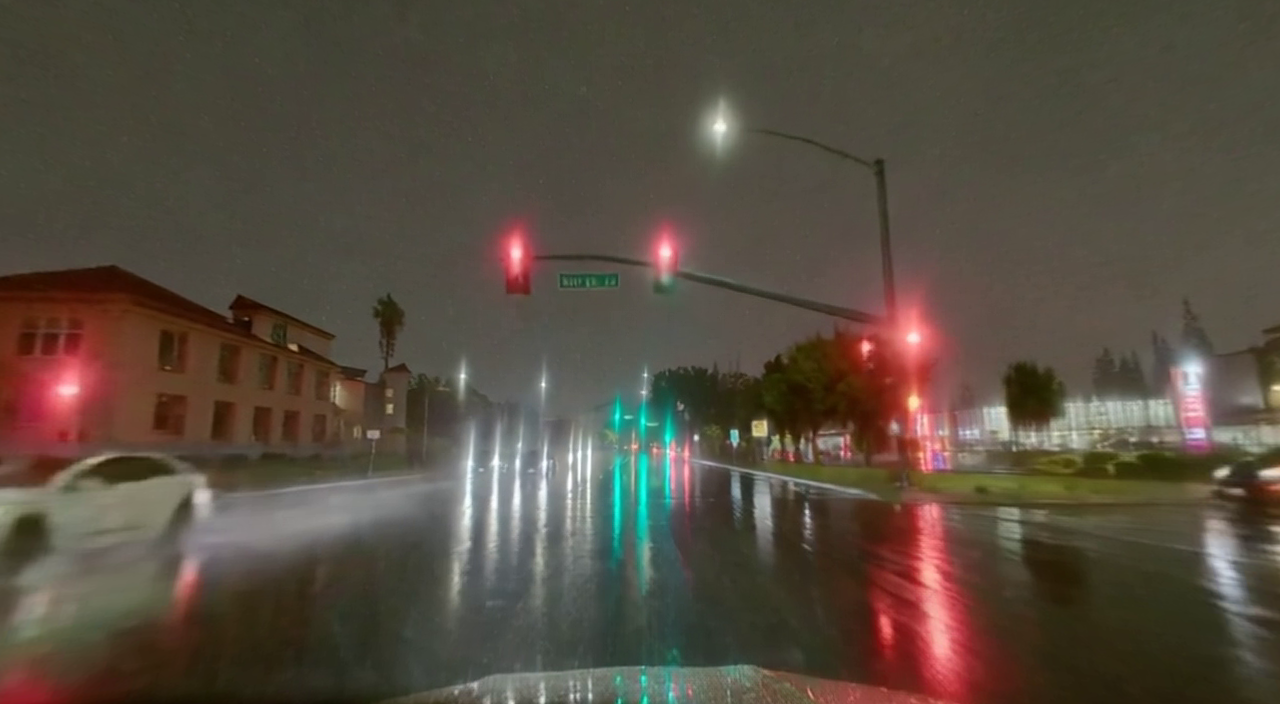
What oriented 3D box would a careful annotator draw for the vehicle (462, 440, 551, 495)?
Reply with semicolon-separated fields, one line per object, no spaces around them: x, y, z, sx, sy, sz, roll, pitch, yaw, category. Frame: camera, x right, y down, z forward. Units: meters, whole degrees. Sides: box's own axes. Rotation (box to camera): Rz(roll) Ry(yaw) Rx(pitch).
-4.546;3.975;22.147;2.070;1.481;4.266;-5;-7;1;vehicle

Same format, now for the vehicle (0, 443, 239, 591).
-7.610;1.959;8.192;1.974;1.521;4.197;0;-8;1;vehicle
